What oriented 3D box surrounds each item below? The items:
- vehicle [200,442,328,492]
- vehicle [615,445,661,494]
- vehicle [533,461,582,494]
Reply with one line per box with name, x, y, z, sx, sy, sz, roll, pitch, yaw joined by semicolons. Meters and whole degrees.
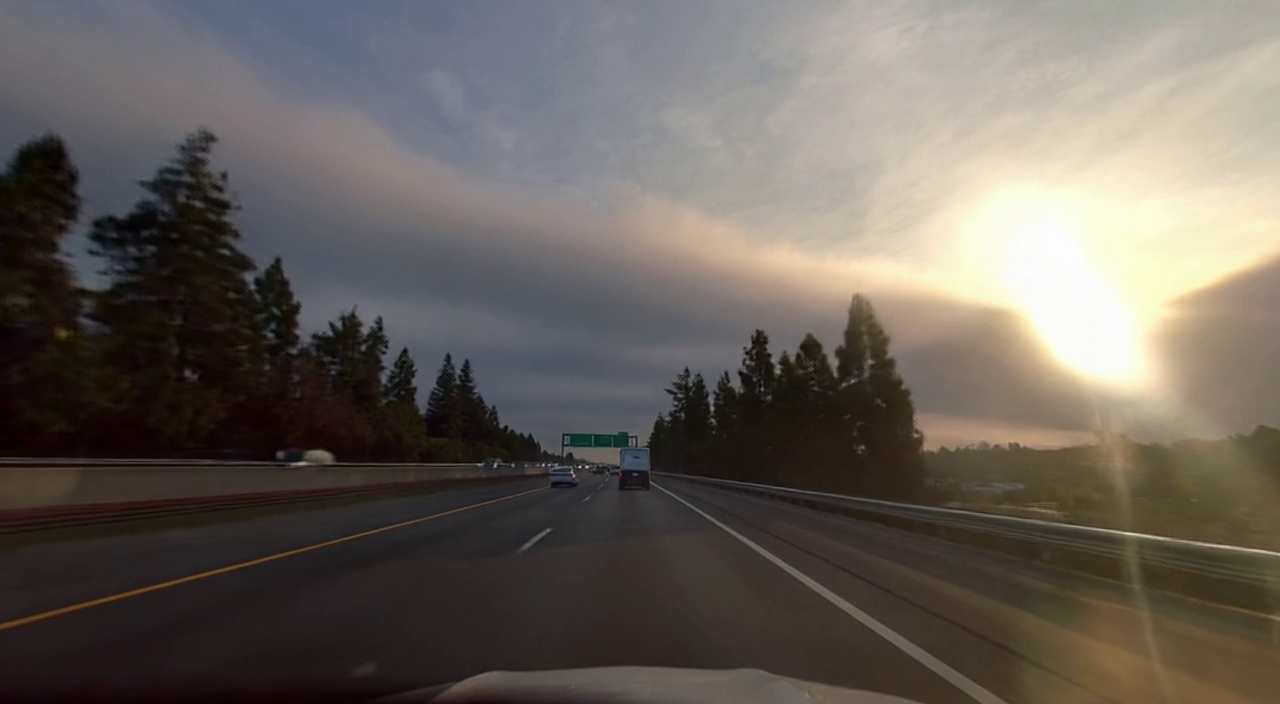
vehicle;-12.913;4.031;22.010;1.909;1.531;4.122;1;-11;0
vehicle;-0.176;6.820;36.561;2.482;2.549;5.447;1;-11;-1
vehicle;-4.332;6.671;33.594;2.100;1.605;3.883;1;-11;0
